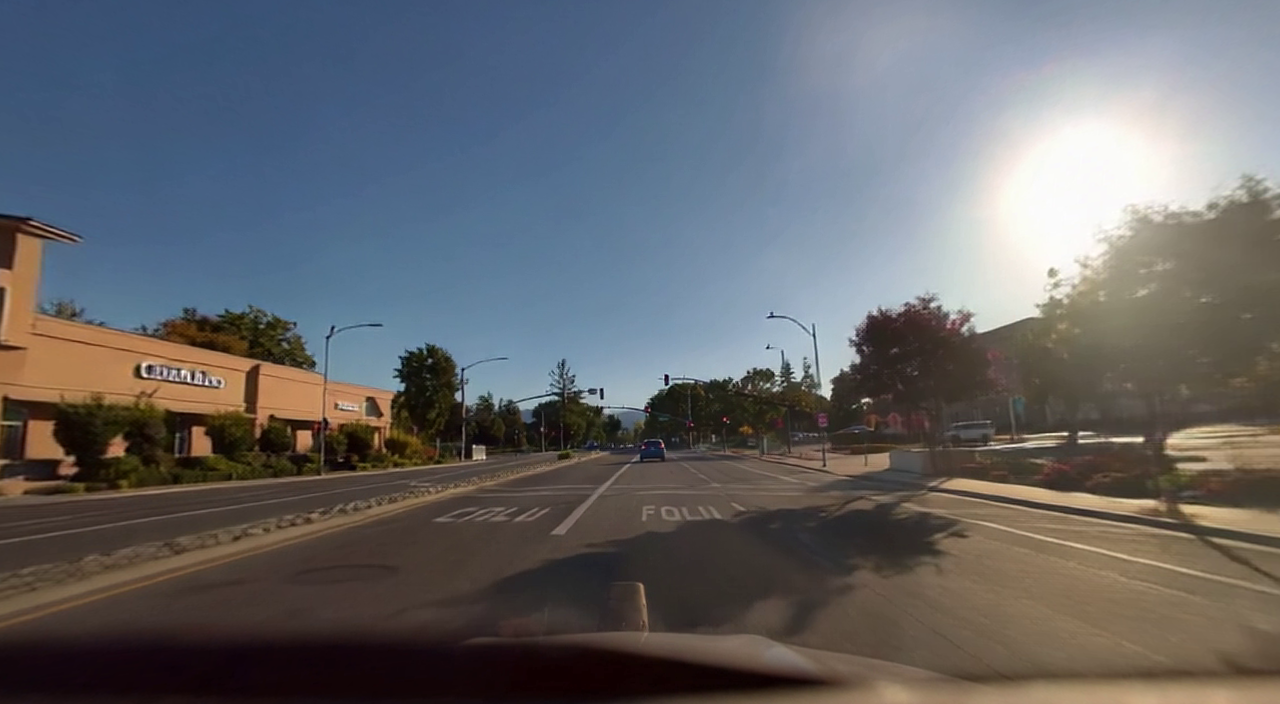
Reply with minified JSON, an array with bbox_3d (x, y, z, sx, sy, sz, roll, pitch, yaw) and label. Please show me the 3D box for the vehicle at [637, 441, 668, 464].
[{"bbox_3d":[0.816,7.067,44.449,2.028,1.478,4.545,0,-8,0],"label":"vehicle"}]
